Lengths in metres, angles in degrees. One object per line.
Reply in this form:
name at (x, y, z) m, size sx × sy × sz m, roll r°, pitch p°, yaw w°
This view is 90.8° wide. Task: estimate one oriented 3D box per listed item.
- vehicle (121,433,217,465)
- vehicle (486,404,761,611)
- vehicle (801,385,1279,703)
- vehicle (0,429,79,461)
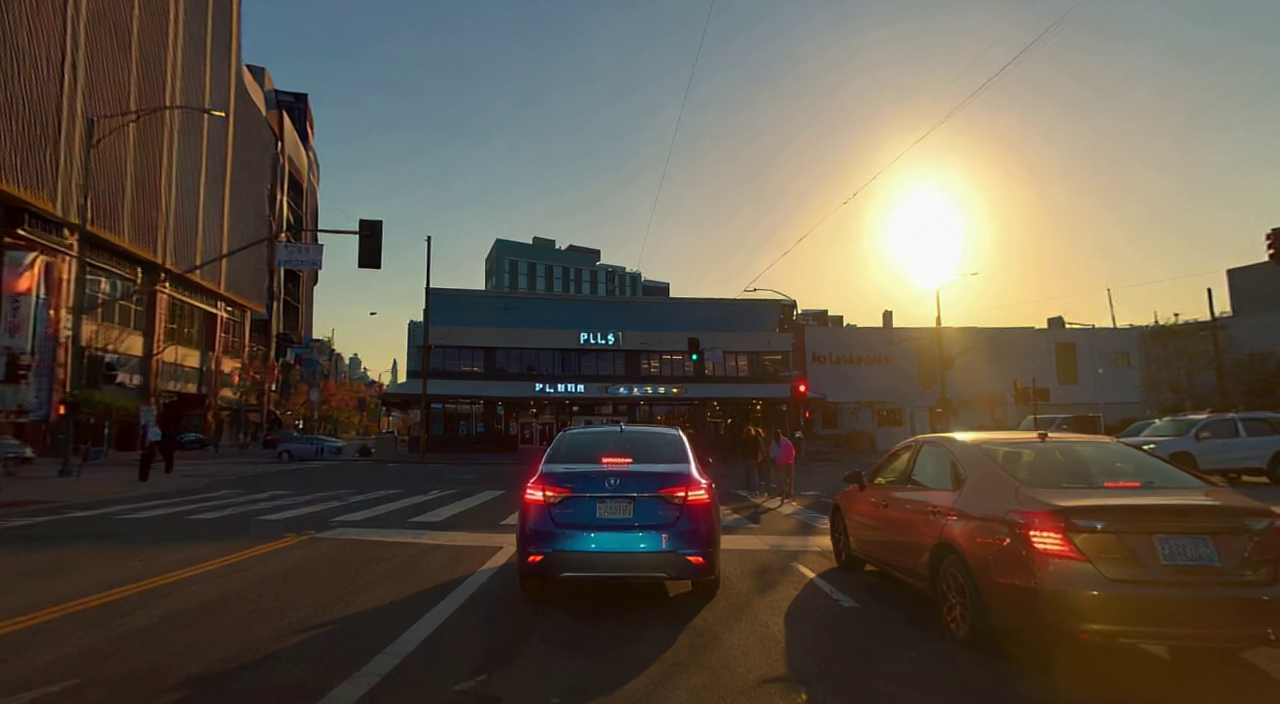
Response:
vehicle at (-25.331, 5.215, 33.982) m, size 4.253 × 1.570 × 2.132 m, roll -4°, pitch -9°, yaw 22°
vehicle at (-0.130, 1.555, 7.316) m, size 2.123 × 1.589 × 4.702 m, roll 0°, pitch -8°, yaw 0°
vehicle at (3.038, 1.320, 5.524) m, size 1.983 × 1.654 × 4.354 m, roll 0°, pitch -8°, yaw -2°
vehicle at (-33.315, 5.127, 34.761) m, size 4.164 × 1.652 × 2.087 m, roll -4°, pitch -9°, yaw 26°
